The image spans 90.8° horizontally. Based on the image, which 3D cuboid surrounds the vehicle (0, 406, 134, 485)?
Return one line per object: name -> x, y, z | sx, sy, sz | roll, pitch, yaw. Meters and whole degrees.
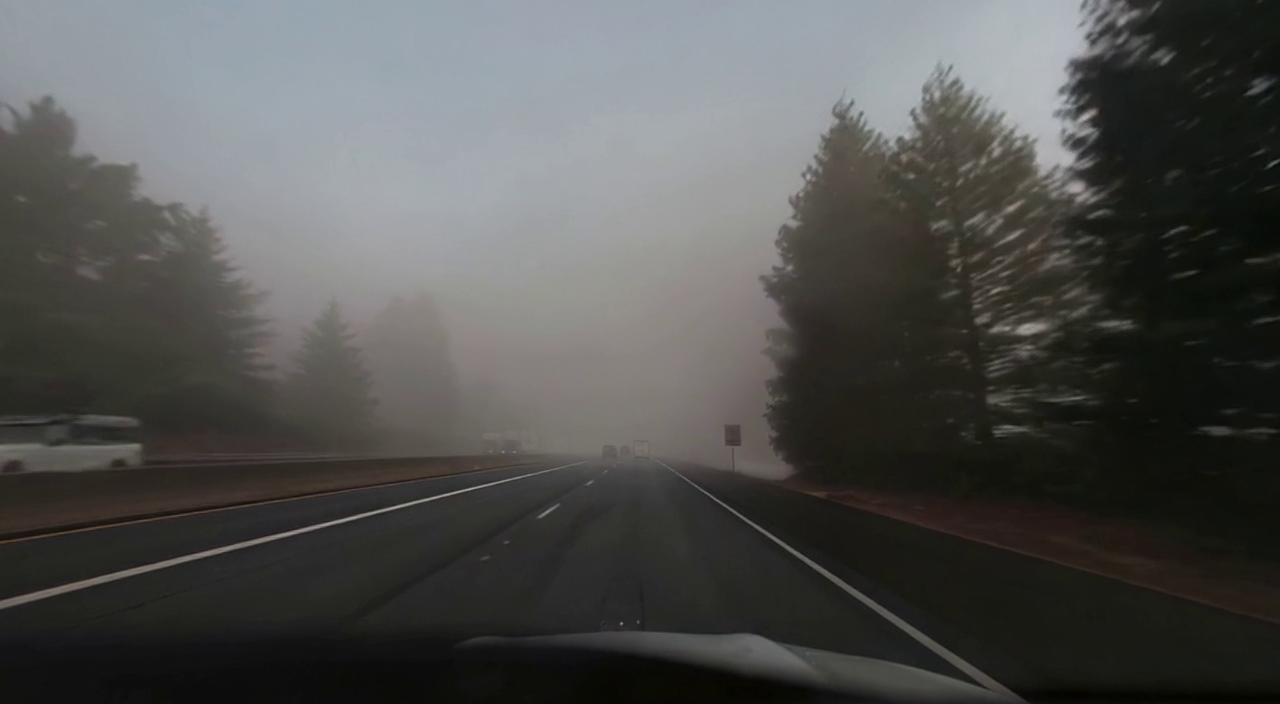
vehicle -> -19.030, 2.913, 19.550 | 2.371, 2.191, 5.138 | 0, -9, 0
